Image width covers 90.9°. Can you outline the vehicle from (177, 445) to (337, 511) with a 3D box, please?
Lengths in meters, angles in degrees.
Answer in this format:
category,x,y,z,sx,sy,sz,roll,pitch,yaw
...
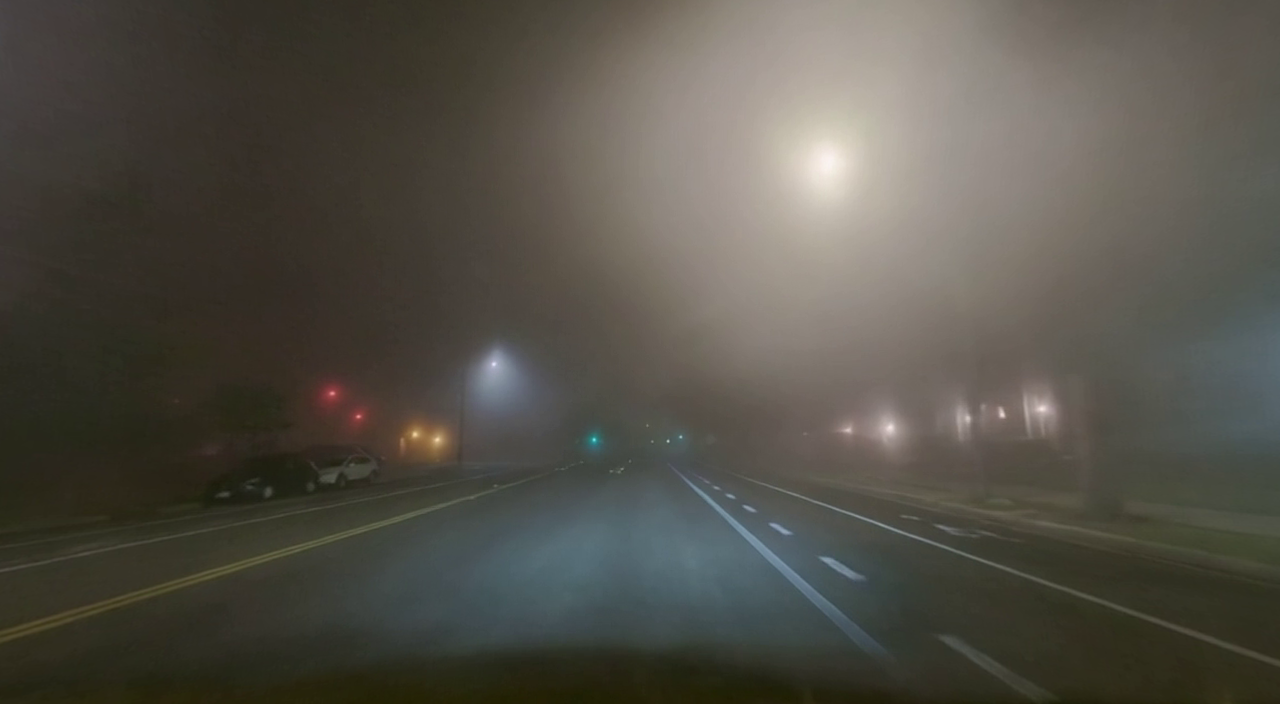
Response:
category,x,y,z,sx,sy,sz,roll,pitch,yaw
vehicle,-11.700,3.828,19.767,2.023,1.629,4.822,-2,-7,0

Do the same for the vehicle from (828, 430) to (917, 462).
category,x,y,z,sx,sy,sz,roll,pitch,yaw
vehicle,14.147,5.723,38.652,4.907,1.693,2.081,0,-7,13

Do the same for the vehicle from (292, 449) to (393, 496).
category,x,y,z,sx,sy,sz,roll,pitch,yaw
vehicle,-11.585,4.679,24.908,1.888,1.439,4.351,-2,-6,1
